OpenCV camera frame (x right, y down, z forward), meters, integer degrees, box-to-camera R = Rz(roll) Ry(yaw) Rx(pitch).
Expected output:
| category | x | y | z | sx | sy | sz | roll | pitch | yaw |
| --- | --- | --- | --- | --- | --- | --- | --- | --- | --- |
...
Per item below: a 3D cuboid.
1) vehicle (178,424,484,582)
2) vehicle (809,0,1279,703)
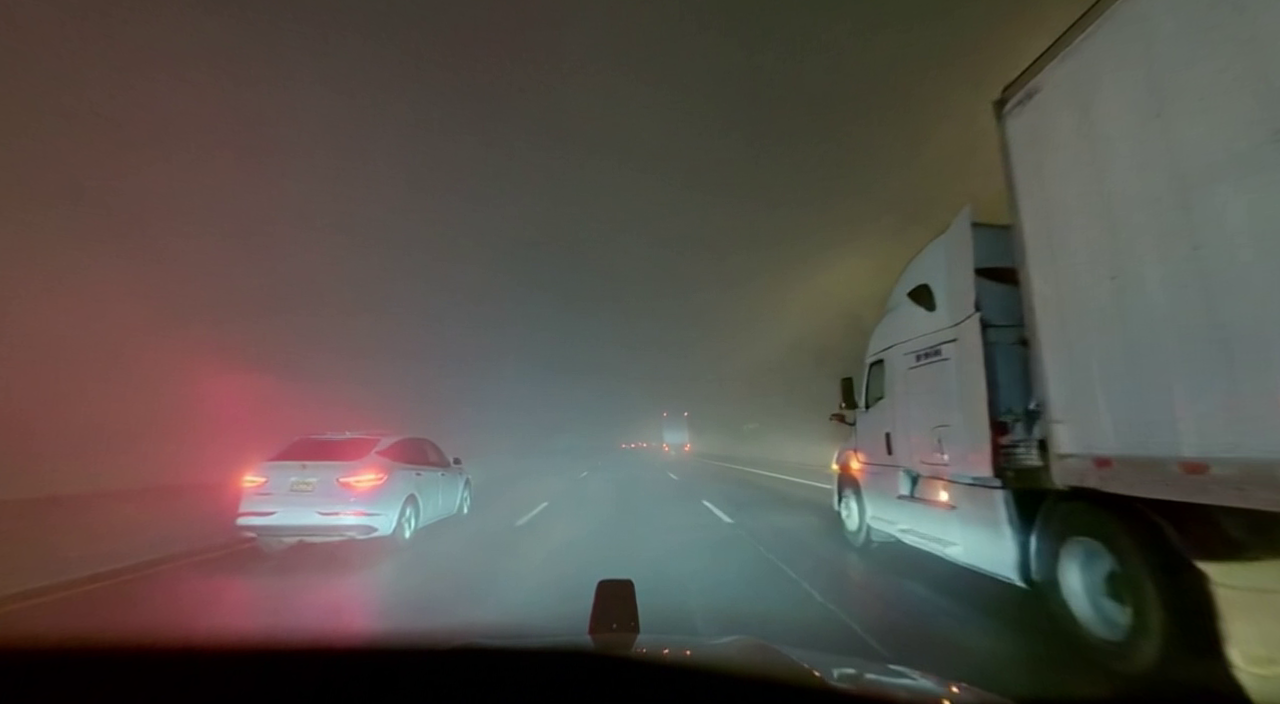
| category | x | y | z | sx | sy | sz | roll | pitch | yaw |
| --- | --- | --- | --- | --- | --- | --- | --- | --- | --- |
| vehicle | -3.548 | 1.774 | 8.296 | 1.990 | 1.520 | 4.100 | 0 | -8 | -1 |
| vehicle | 4.108 | 0.212 | 6.204 | 3.025 | 3.886 | 5.884 | 0 | -8 | -1 |
